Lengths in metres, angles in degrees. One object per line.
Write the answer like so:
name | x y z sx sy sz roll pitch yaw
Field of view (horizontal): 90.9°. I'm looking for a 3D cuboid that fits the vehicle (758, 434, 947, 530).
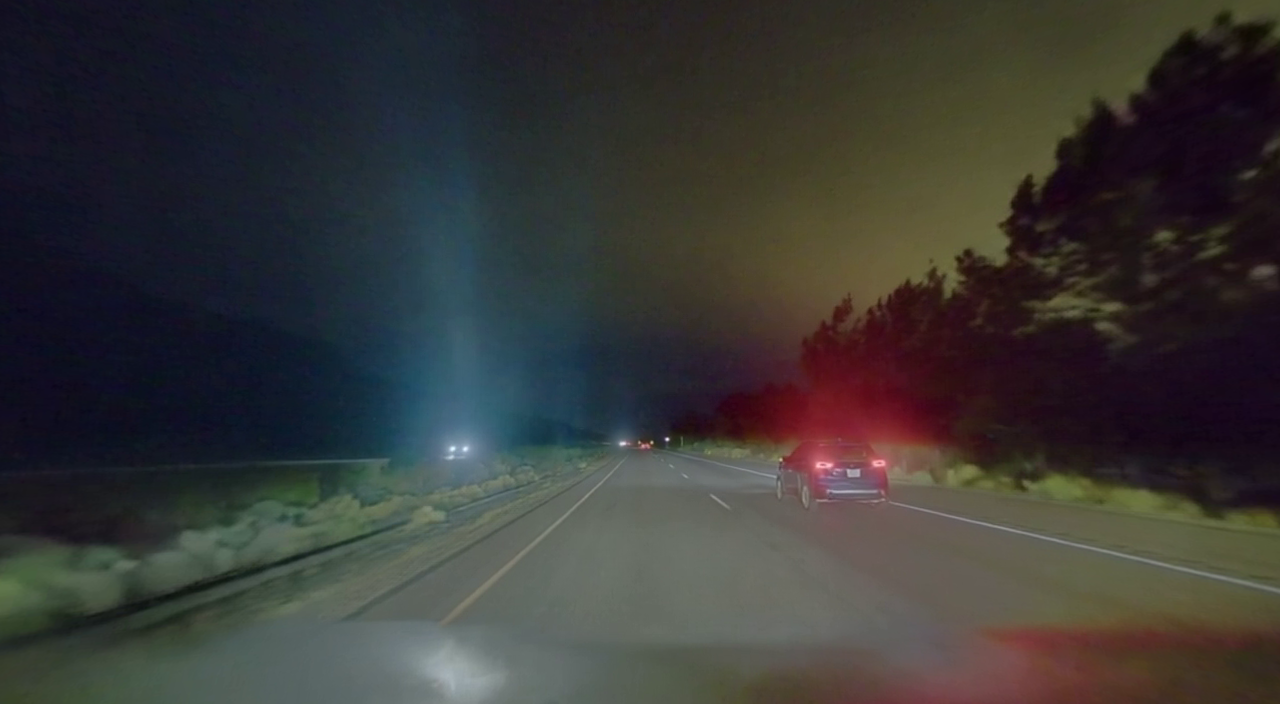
vehicle | 3.731 2.361 12.085 2.003 1.466 4.441 0 -9 -1
